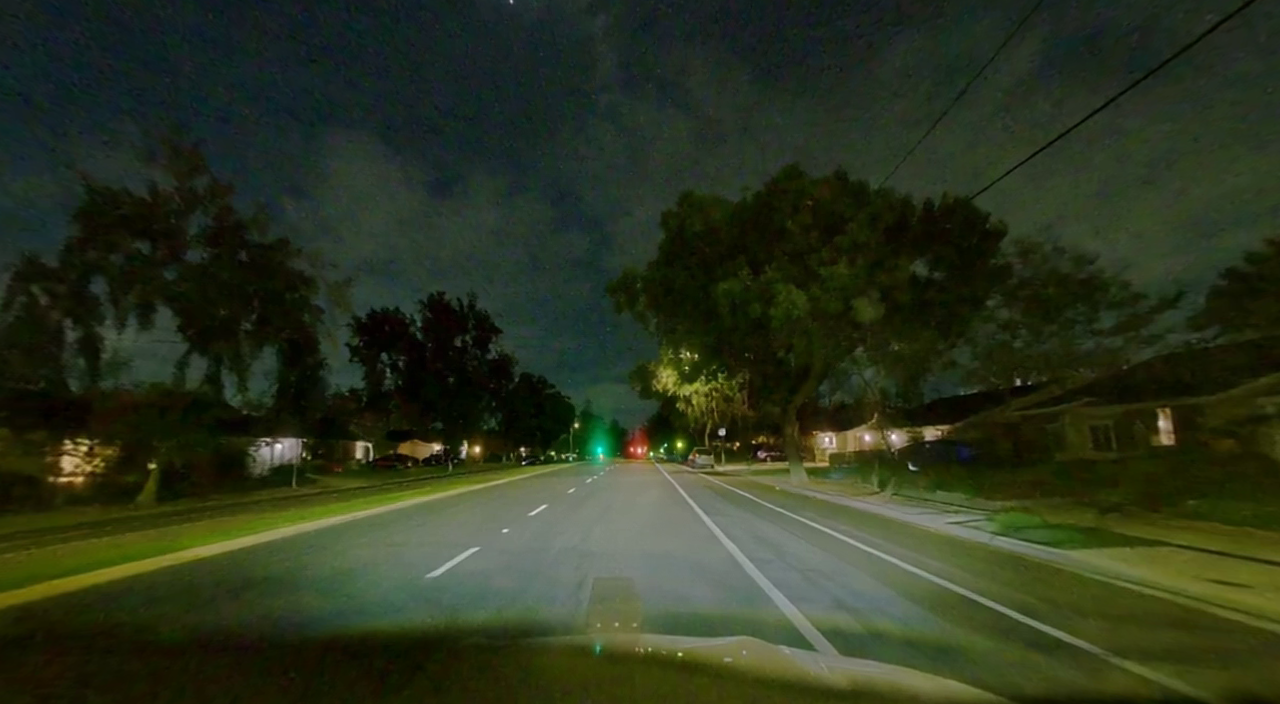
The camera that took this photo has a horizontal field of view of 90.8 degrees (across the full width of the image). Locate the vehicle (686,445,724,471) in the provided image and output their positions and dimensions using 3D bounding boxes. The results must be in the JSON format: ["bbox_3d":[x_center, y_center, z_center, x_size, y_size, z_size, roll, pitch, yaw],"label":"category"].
[{"bbox_3d":[4.799,7.874,47.206,2.196,1.801,4.778,0,-9,-1],"label":"vehicle"}]

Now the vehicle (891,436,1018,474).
[{"bbox_3d":[13.894,4.554,28.097,4.570,1.502,1.877,-1,-8,-1],"label":"vehicle"}]
